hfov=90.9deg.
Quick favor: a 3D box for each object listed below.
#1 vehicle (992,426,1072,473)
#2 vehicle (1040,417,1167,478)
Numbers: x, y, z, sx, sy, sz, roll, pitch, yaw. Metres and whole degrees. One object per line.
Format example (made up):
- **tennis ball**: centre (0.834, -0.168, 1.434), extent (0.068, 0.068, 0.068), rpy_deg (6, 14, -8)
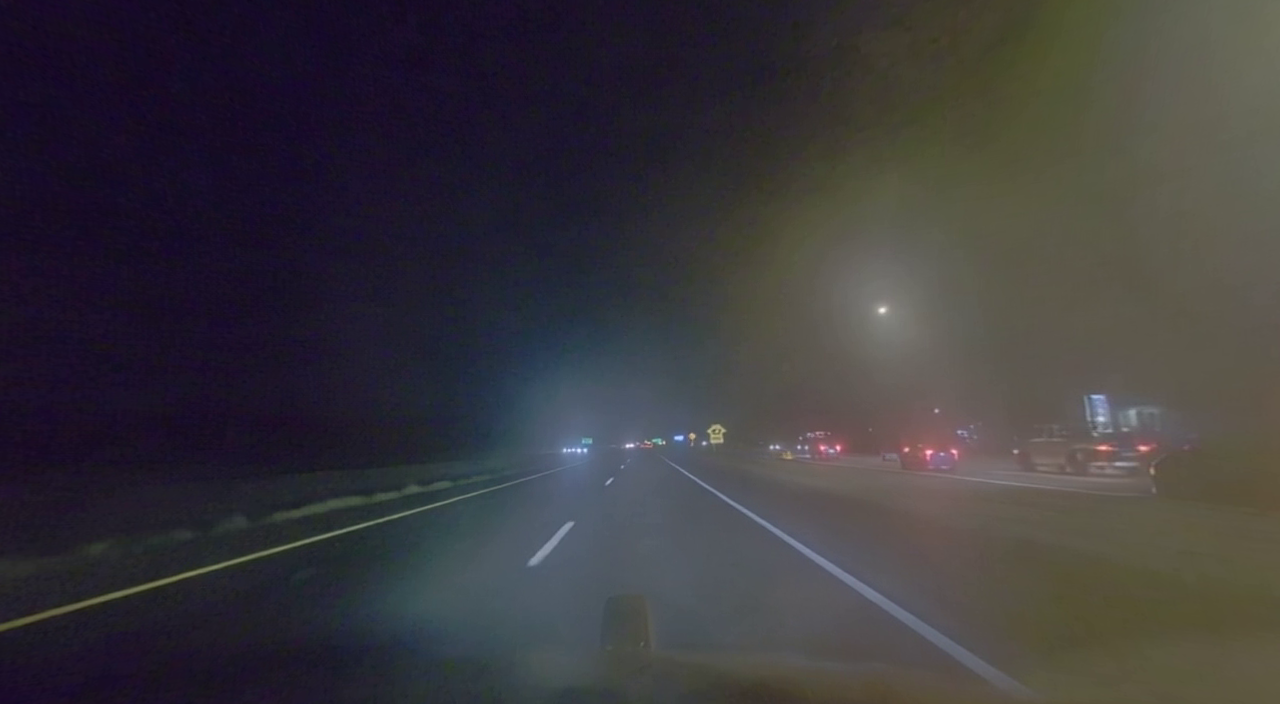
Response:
- **vehicle**: centre (28.780, 7.175, 46.539), extent (2.644, 3.246, 4.908), rpy_deg (0, -8, 1)
- **vehicle**: centre (28.562, 5.931, 39.303), extent (3.011, 3.466, 6.286), rpy_deg (0, -8, 1)
